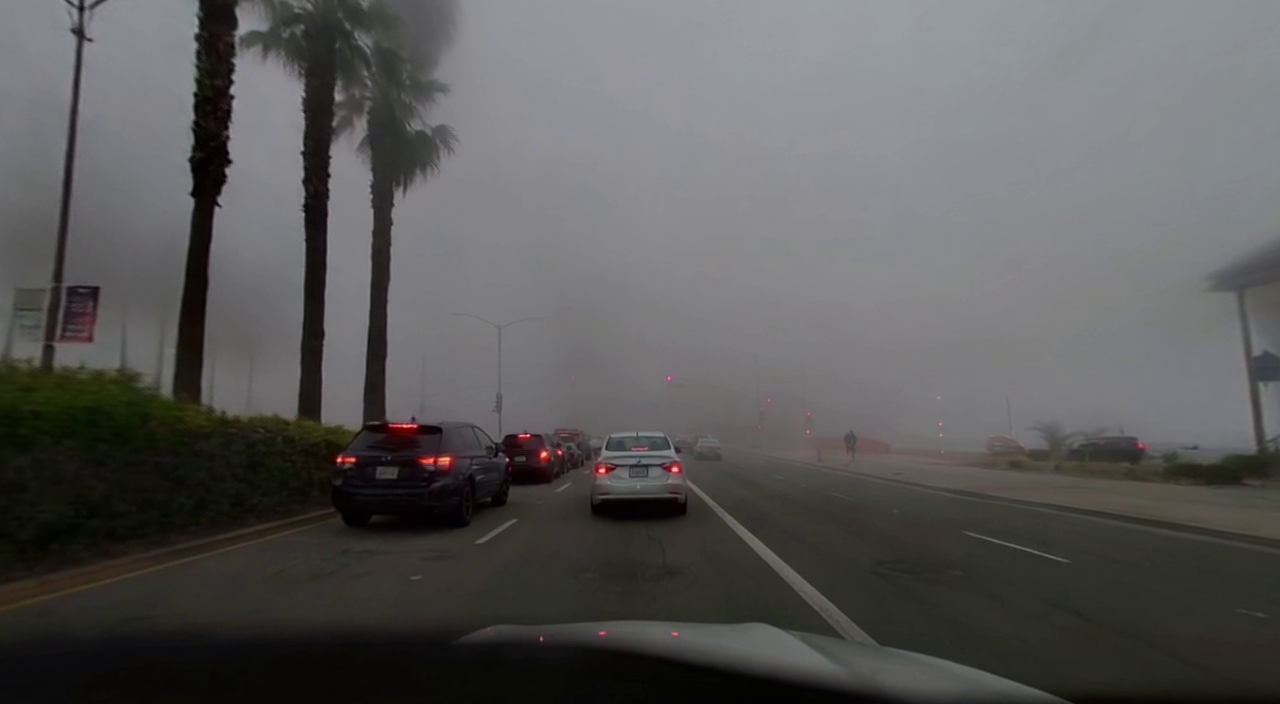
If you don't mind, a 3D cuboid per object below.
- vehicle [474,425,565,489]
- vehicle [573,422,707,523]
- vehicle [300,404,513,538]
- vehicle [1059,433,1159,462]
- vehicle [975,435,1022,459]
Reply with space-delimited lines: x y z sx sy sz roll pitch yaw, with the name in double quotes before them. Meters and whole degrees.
"vehicle" -3.440 3.097 18.825 1.840 1.684 4.041 0 -9 1
"vehicle" -0.023 2.234 12.169 2.114 1.585 4.285 0 -9 -1
"vehicle" -3.498 1.890 10.501 1.914 1.741 4.398 0 -9 -1
"vehicle" 25.436 5.203 34.285 3.914 1.427 1.779 -2 -8 5
"vehicle" 25.929 6.900 45.756 1.882 1.672 3.957 -2 -9 14
